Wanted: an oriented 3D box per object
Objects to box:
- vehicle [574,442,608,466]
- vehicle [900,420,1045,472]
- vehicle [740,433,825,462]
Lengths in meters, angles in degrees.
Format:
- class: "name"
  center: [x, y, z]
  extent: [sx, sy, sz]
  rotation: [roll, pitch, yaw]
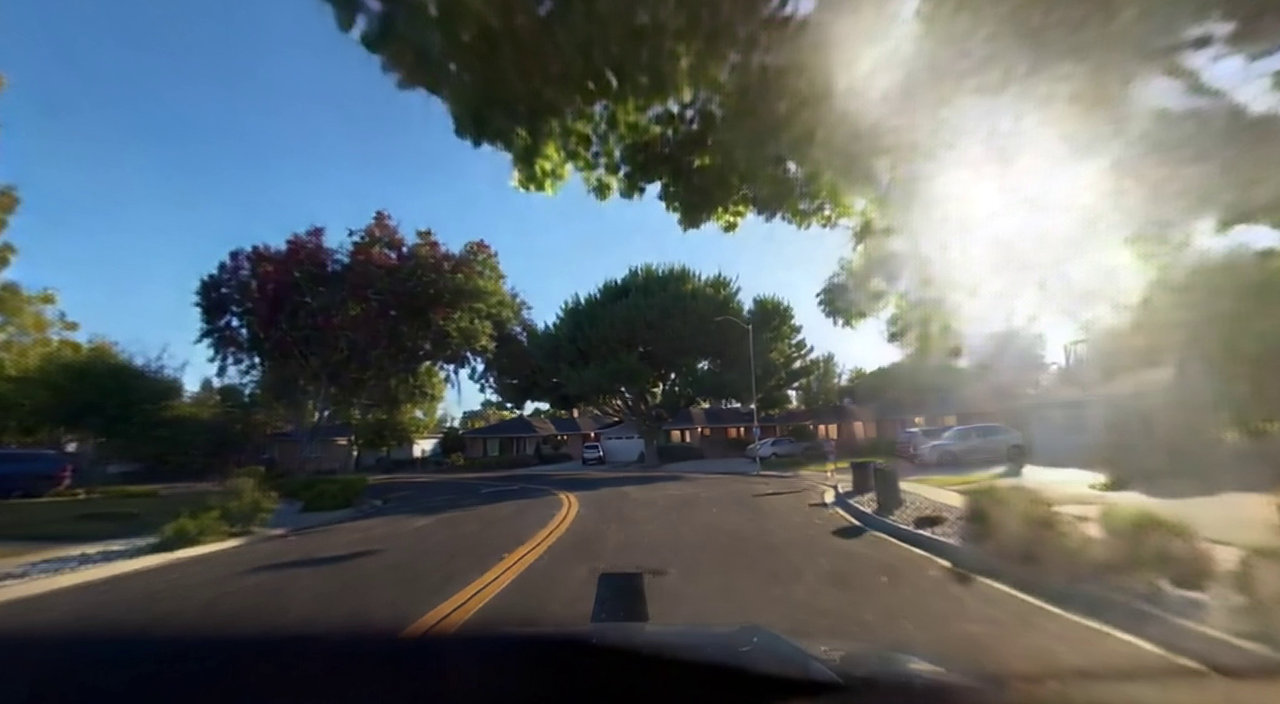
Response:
- class: "vehicle"
  center: [-3.527, 7.383, 46.008]
  extent: [1.819, 1.442, 4.329]
  rotation: [-1, -5, 4]
- class: "vehicle"
  center: [12.654, 3.621, 24.286]
  extent: [4.327, 1.573, 1.967]
  rotation: [-5, -9, 2]
- class: "vehicle"
  center: [8.770, 5.860, 38.850]
  extent: [4.799, 1.451, 2.144]
  rotation: [1, -8, -29]
